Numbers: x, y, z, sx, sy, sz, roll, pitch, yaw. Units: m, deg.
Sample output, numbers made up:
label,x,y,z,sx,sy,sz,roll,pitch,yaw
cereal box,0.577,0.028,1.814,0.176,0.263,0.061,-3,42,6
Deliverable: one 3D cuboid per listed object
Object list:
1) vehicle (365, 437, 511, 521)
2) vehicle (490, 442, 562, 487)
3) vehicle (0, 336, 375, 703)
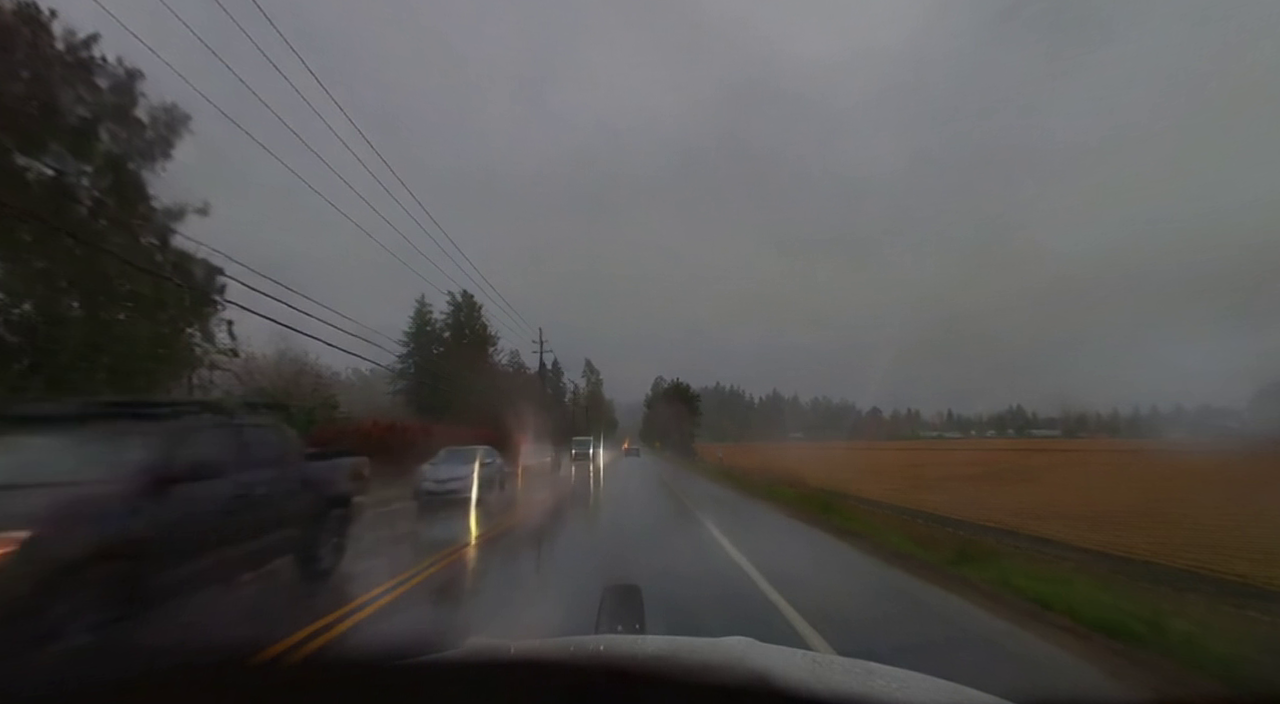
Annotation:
label,x,y,z,sx,sy,sz,roll,pitch,yaw
vehicle,-4.679,2.960,15.527,2.153,1.630,4.822,-2,-8,-2
vehicle,-4.738,4.717,27.007,2.224,1.612,4.927,-3,-8,-1
vehicle,-4.151,1.213,4.963,2.261,1.901,4.549,-3,-8,-1
